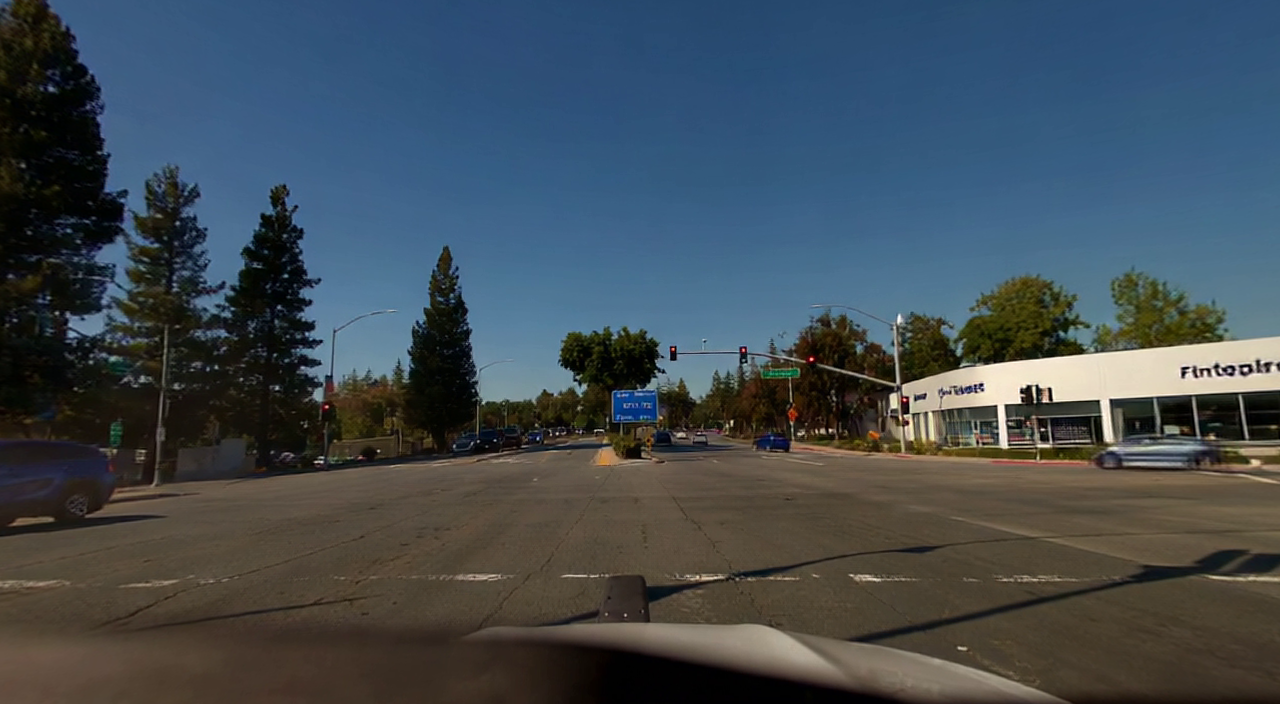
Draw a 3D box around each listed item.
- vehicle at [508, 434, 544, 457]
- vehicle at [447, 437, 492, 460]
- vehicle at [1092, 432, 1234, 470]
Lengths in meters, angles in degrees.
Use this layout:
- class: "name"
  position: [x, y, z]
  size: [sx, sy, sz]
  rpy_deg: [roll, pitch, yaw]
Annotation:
- class: "vehicle"
  position: [-8.072, 6.663, 45.087]
  size: [1.920, 1.546, 4.086]
  rpy_deg: [0, -9, -1]
- class: "vehicle"
  position: [-11.794, 6.688, 43.893]
  size: [2.111, 1.499, 4.371]
  rpy_deg: [0, -9, -3]
- class: "vehicle"
  position: [24.420, 4.641, 29.683]
  size: [4.667, 1.664, 1.936]
  rpy_deg: [-4, -9, 23]
